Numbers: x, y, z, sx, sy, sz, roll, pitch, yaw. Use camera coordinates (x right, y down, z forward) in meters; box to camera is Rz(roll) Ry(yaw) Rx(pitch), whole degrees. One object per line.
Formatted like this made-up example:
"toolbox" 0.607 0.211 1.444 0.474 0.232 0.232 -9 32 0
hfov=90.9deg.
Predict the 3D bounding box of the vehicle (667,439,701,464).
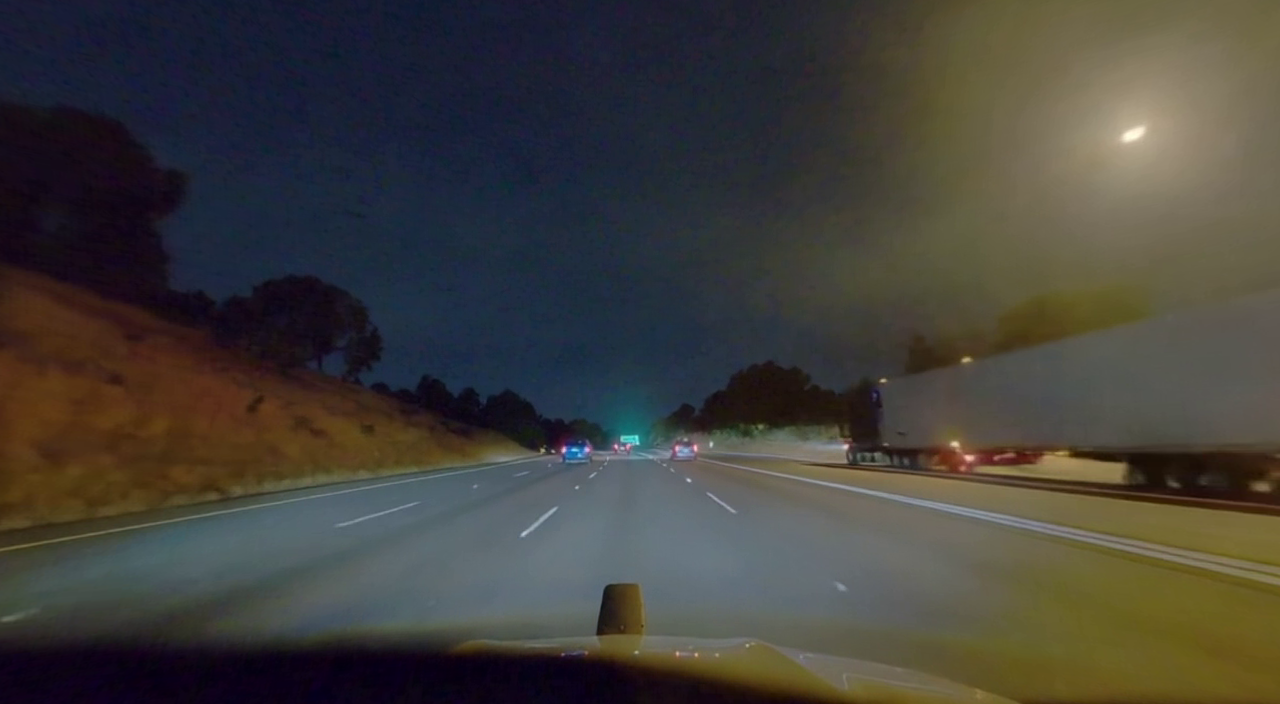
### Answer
"vehicle" 3.187 7.243 46.225 1.995 1.712 4.206 0 -8 -3

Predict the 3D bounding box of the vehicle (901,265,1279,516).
"vehicle" 11.901 1.440 15.982 2.953 4.129 16.568 0 -8 -2

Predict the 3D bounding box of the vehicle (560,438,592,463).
"vehicle" -4.943 7.665 49.256 2.120 1.855 4.619 0 -8 -1
